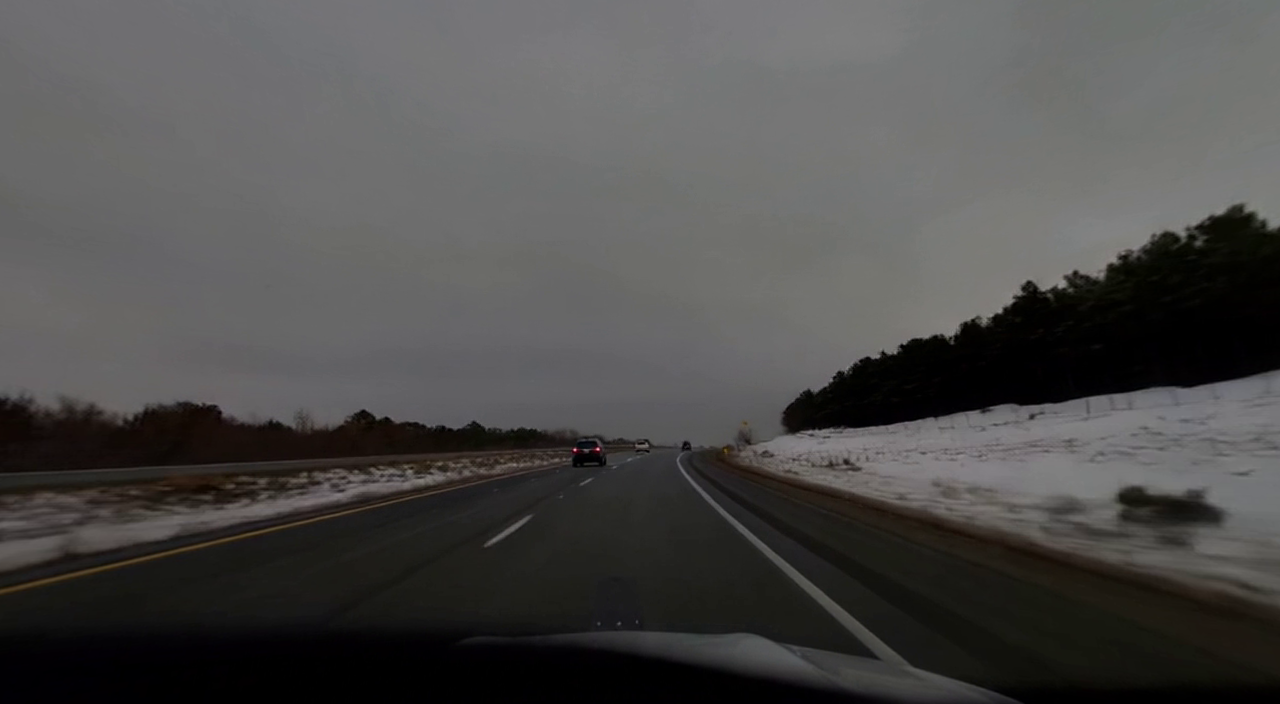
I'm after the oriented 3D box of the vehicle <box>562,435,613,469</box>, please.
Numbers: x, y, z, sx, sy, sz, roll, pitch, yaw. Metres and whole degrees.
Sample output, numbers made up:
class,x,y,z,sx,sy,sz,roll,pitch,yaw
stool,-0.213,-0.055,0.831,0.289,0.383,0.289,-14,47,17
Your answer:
class,x,y,z,sx,sy,sz,roll,pitch,yaw
vehicle,-2.850,5.636,35.710,2.252,1.743,4.560,-1,-8,3
